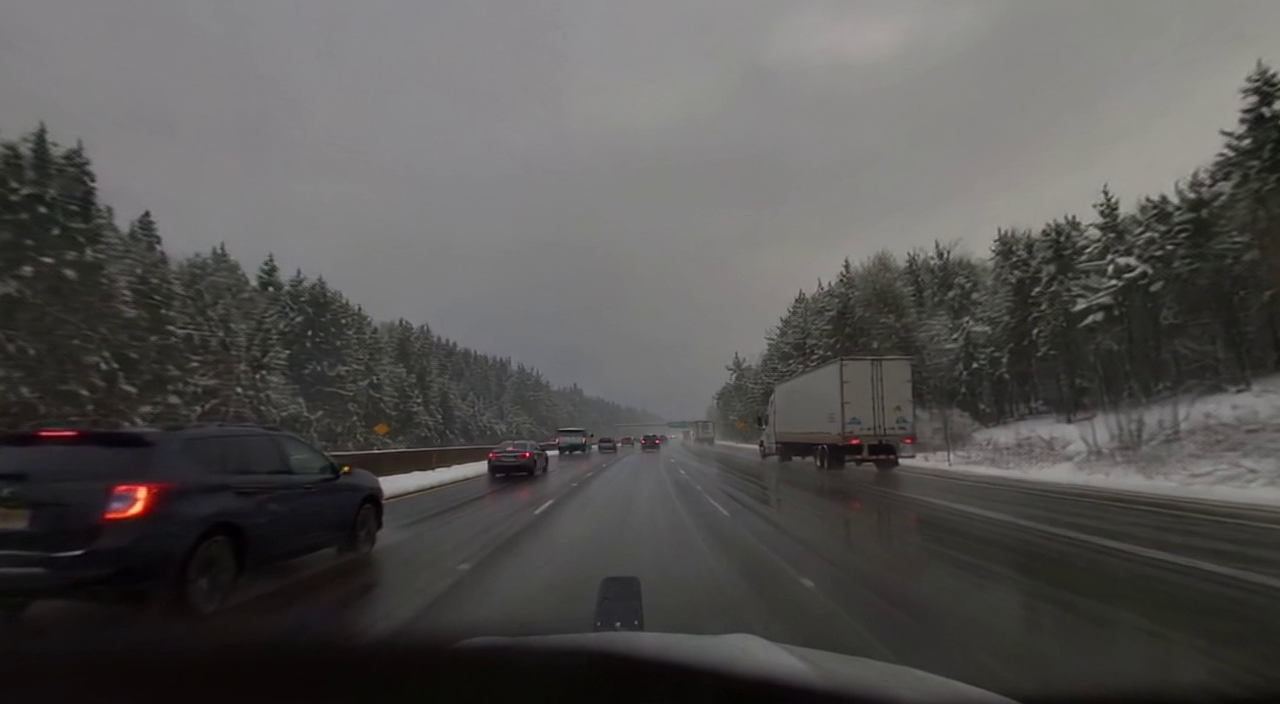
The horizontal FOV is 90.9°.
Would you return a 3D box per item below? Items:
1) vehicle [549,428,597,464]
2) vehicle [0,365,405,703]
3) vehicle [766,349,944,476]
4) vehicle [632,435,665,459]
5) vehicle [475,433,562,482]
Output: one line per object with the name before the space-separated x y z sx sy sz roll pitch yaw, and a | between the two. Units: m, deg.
vehicle | -3.515 4.998 33.727 2.064 1.826 4.263 0 -8 1
vehicle | -3.576 1.135 4.510 2.137 1.618 4.209 0 -8 0
vehicle | 8.326 2.883 27.400 2.866 4.100 14.057 0 -8 0
vehicle | 0.544 6.086 40.609 2.004 1.465 3.842 0 -8 0
vehicle | -3.951 3.477 21.198 2.013 1.460 4.027 0 -8 1
